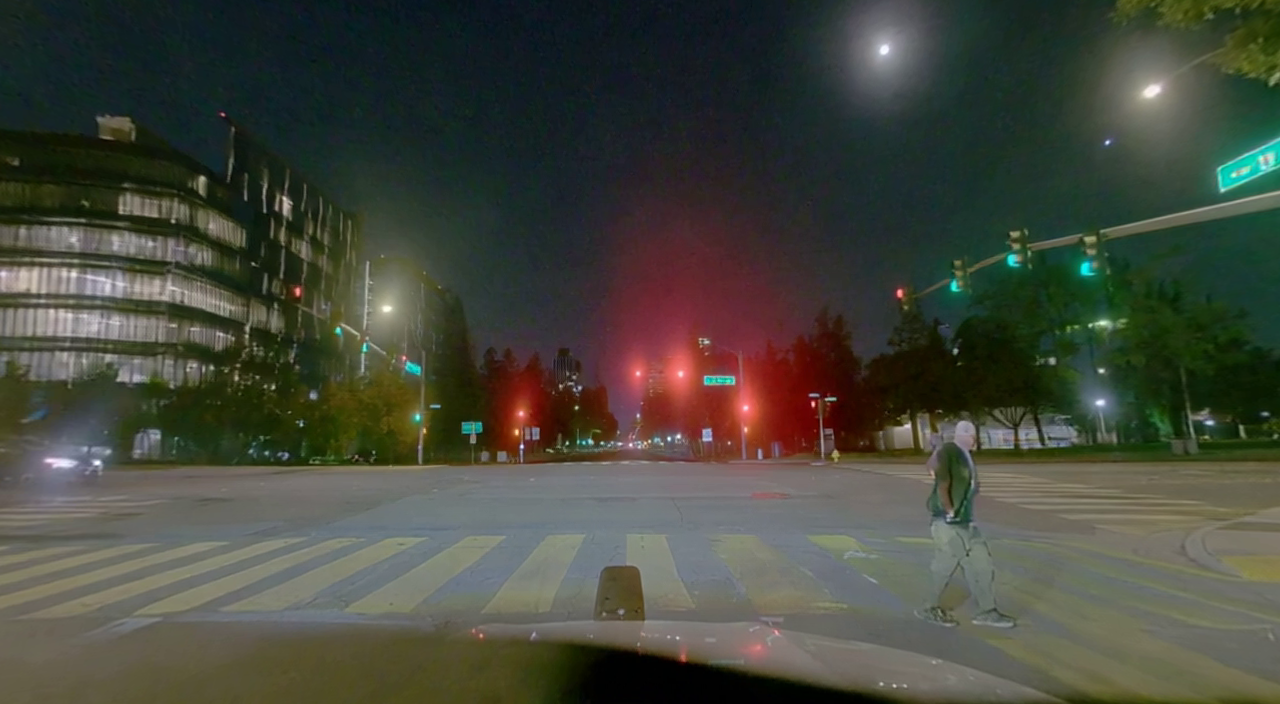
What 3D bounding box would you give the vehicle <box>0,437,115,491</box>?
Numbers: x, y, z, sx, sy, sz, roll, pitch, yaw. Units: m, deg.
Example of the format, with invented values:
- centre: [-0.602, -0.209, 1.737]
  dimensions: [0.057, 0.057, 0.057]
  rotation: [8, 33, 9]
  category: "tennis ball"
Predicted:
- centre: [-18.769, 3.315, 18.810]
  dimensions: [4.502, 1.512, 1.917]
  rotation: [0, -9, 0]
  category: "vehicle"
